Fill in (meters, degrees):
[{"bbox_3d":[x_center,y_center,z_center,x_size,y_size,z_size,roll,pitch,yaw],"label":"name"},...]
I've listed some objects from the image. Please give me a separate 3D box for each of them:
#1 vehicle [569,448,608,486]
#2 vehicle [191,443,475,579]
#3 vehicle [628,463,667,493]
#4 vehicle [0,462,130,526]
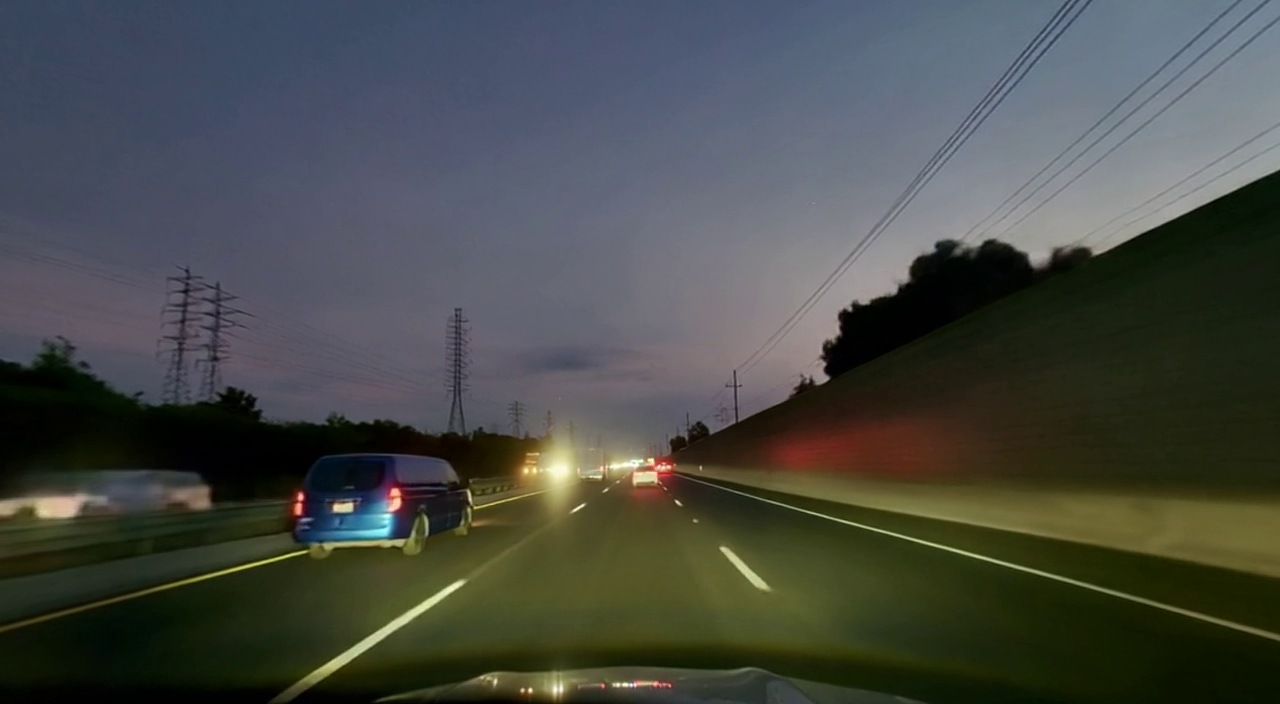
[{"bbox_3d":[-3.808,8.745,47.790,2.394,2.609,6.875,1,-11,0],"label":"vehicle"},{"bbox_3d":[-4.202,2.289,9.716,2.023,1.541,4.543,1,-11,1],"label":"vehicle"},{"bbox_3d":[0.369,7.005,35.120,2.006,1.554,3.863,1,-11,-1],"label":"vehicle"},{"bbox_3d":[-15.595,3.561,16.089,1.808,1.440,3.961,1,-11,-2],"label":"vehicle"}]
